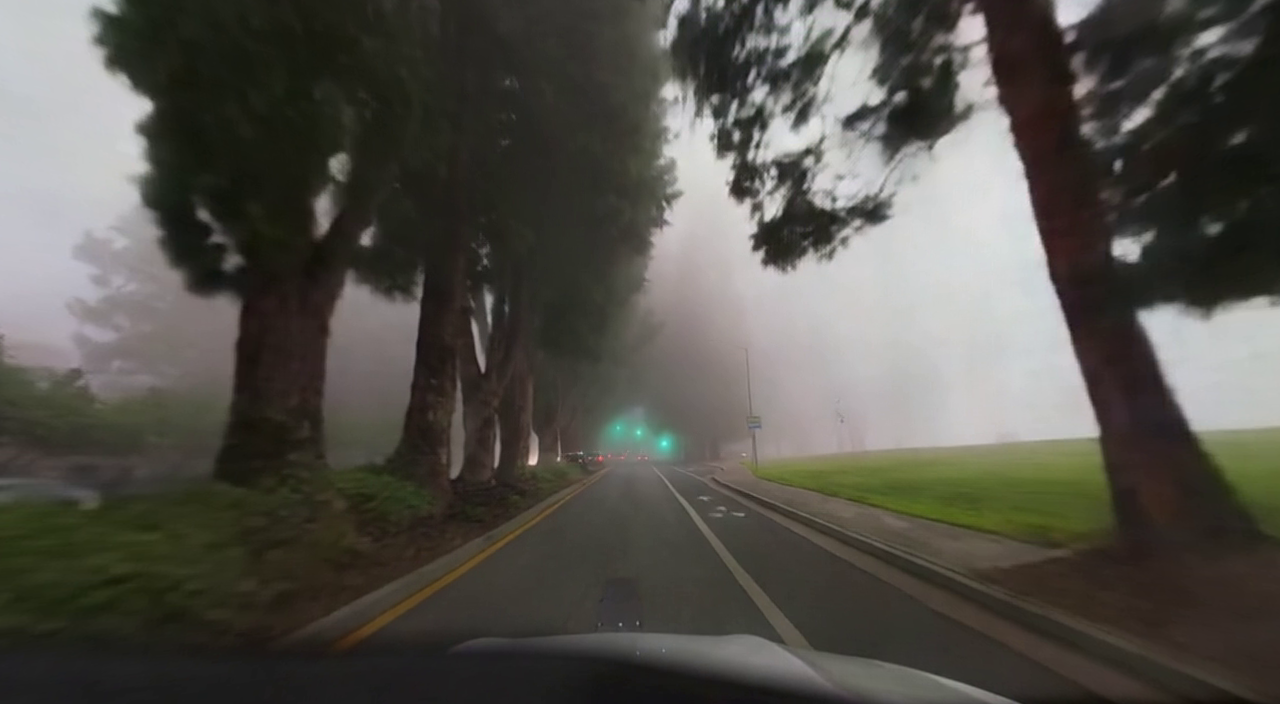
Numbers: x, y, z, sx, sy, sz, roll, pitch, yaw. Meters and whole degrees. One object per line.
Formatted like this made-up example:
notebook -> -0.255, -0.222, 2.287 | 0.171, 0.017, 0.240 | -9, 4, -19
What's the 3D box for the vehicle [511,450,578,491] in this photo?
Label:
vehicle -> -3.639, 4.589, 24.731 | 1.932, 1.431, 4.144 | 0, -9, 1
